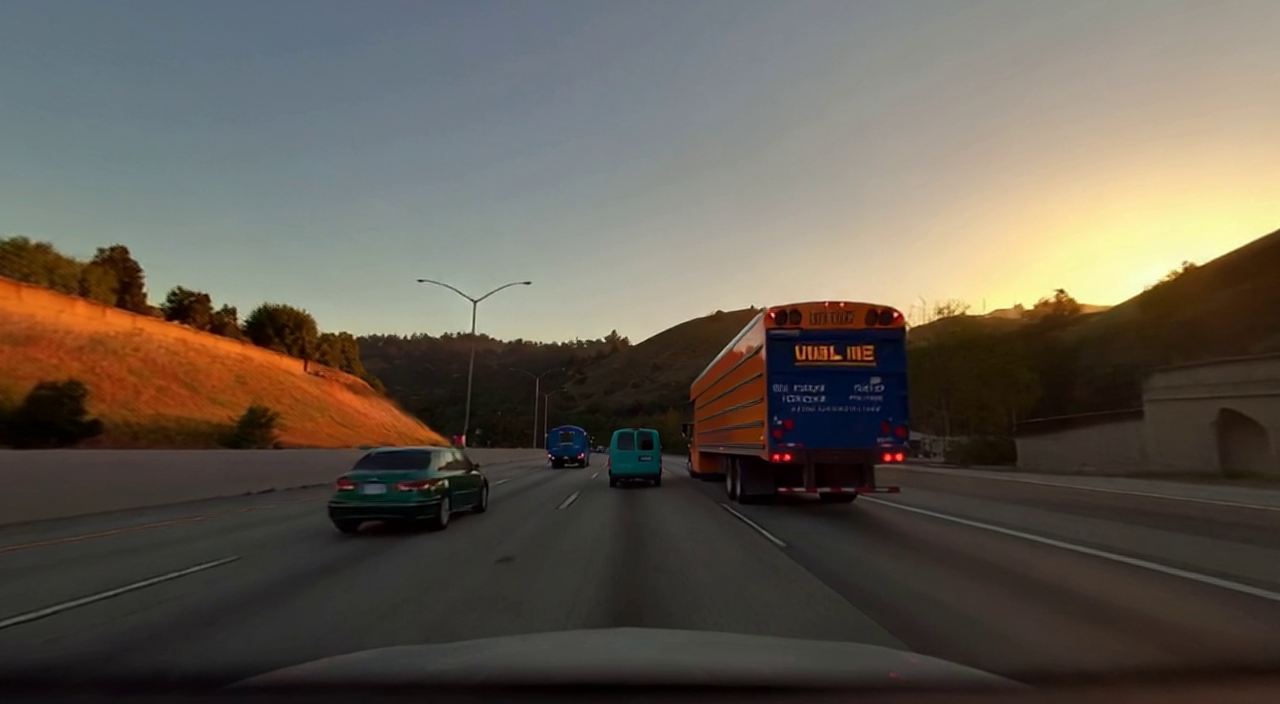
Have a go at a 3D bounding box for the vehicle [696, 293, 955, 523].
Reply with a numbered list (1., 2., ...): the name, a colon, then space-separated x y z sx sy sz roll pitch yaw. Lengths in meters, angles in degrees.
1. vehicle: 3.862 1.930 17.867 3.006 4.101 13.245 0 -9 -1

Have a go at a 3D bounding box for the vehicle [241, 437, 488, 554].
1. vehicle: -3.995 2.139 10.129 2.039 1.453 4.197 0 -9 0

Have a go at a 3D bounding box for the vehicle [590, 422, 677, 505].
1. vehicle: -0.224 2.948 17.083 2.037 1.929 4.343 0 -9 -2

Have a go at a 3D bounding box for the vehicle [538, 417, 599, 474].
1. vehicle: -4.072 5.602 37.731 2.947 3.009 7.991 0 -9 -1
